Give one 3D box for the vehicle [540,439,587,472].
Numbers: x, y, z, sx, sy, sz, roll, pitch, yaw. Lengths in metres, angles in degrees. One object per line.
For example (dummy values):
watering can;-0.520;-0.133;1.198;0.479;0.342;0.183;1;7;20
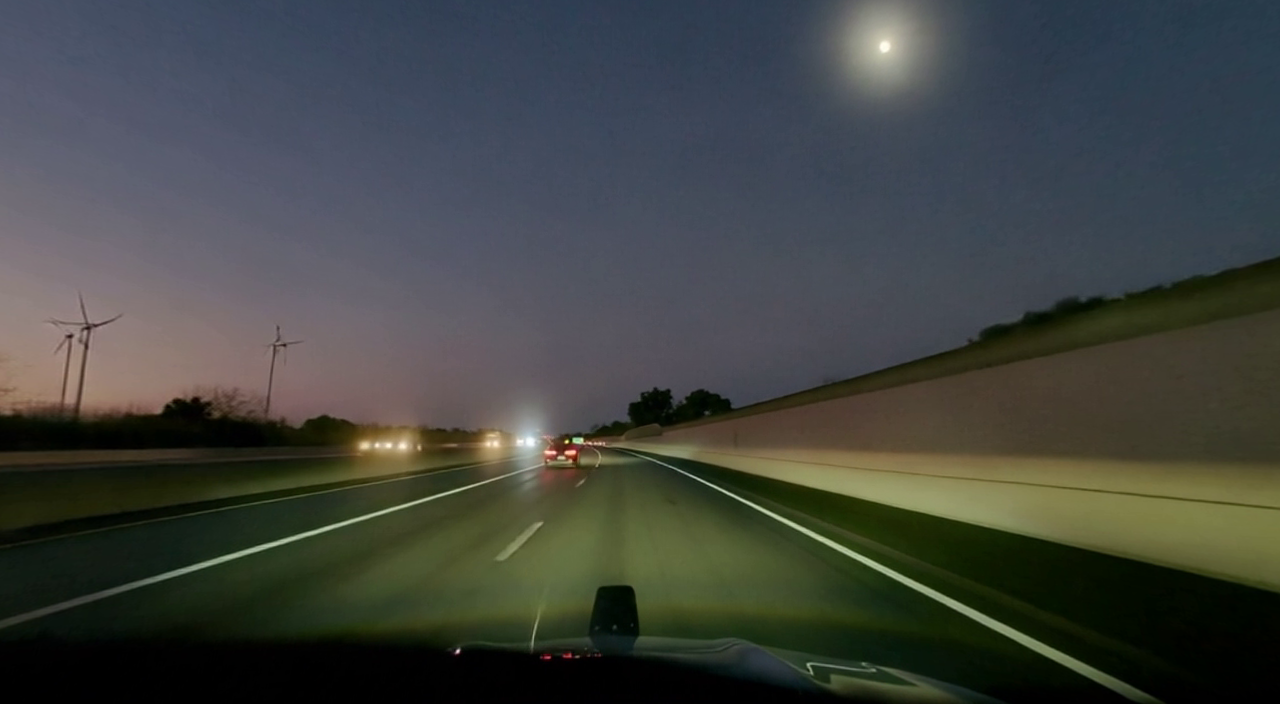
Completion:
vehicle;-3.828;5.230;32.118;2.053;1.549;4.097;0;-8;-2
